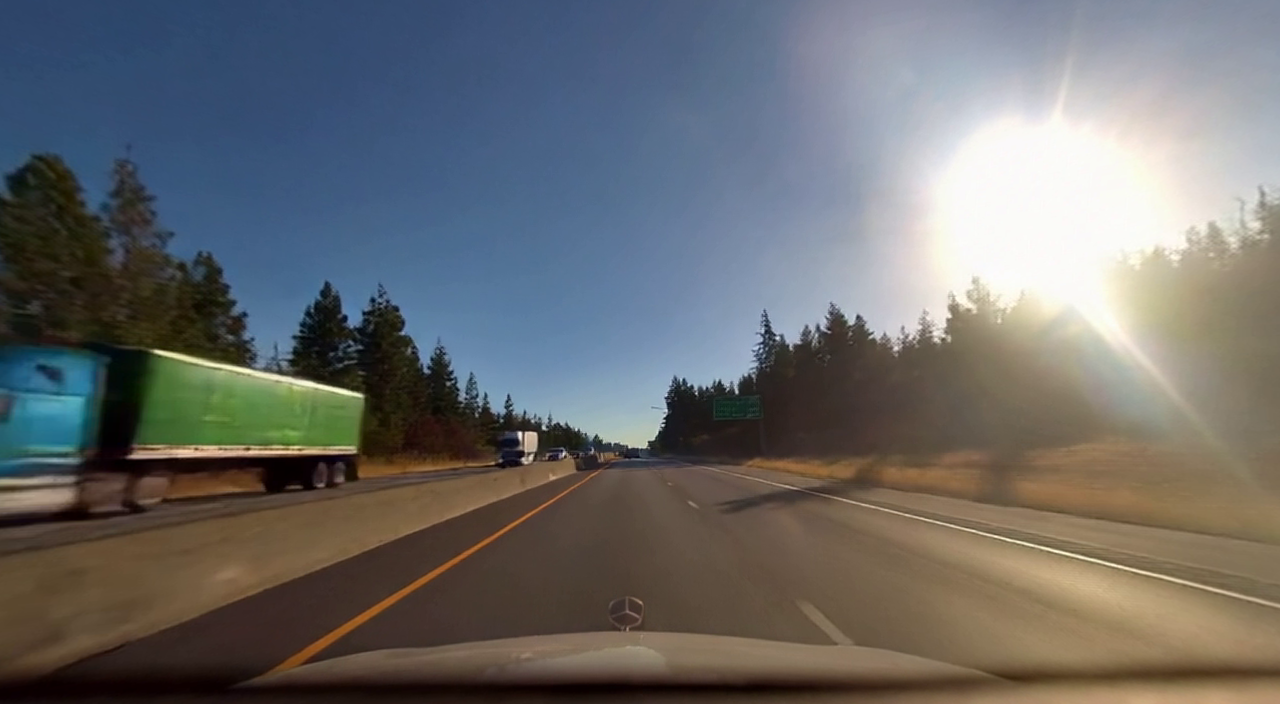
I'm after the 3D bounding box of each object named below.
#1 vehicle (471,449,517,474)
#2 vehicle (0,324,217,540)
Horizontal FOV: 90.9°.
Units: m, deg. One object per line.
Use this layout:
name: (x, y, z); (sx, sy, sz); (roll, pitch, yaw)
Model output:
vehicle: (-9.526, 7.169, 41.509); (2.010, 1.530, 4.354); (0, -9, -1)
vehicle: (-13.374, 1.908, 14.529); (3.016, 4.009, 5.868); (0, -9, -1)
